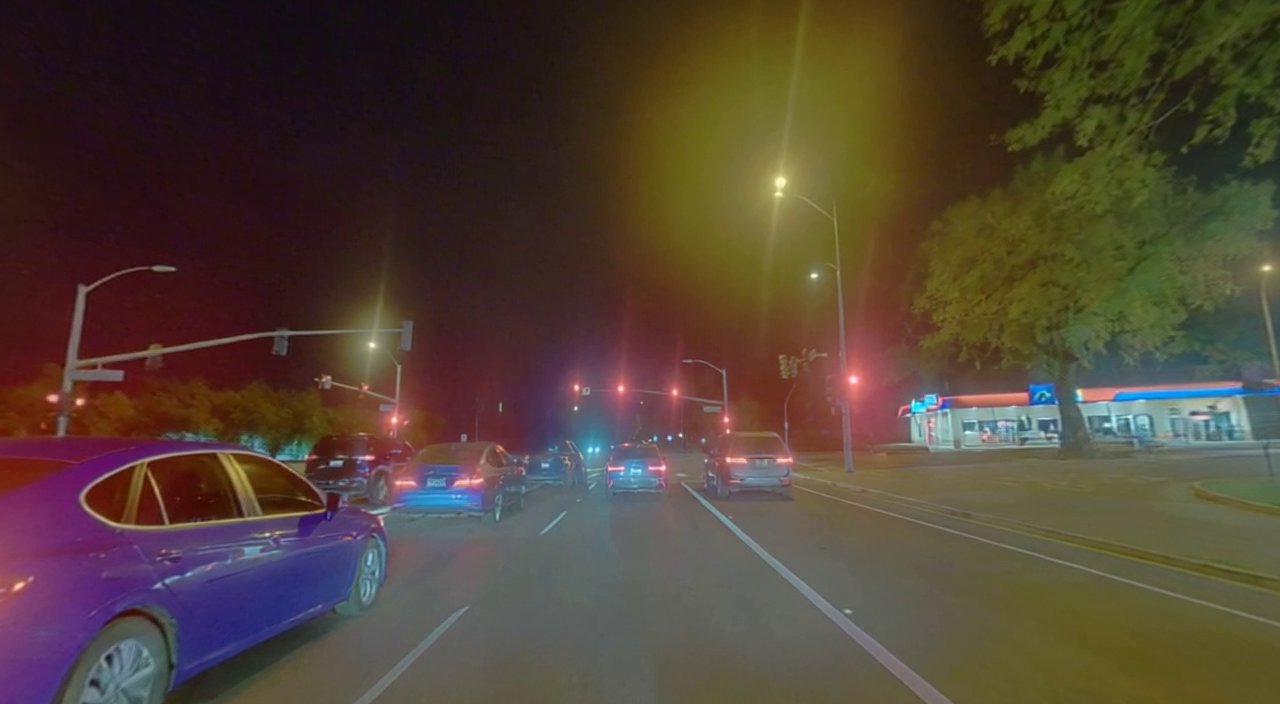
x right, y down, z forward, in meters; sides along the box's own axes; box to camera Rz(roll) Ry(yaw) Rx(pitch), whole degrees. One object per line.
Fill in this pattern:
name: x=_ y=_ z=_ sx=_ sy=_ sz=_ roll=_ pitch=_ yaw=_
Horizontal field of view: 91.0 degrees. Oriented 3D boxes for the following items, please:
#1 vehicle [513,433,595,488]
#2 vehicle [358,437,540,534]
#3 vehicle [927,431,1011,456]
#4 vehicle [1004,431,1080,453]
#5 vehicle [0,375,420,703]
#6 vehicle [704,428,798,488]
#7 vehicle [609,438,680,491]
vehicle: x=-2.794 y=3.677 z=21.524 sx=2.072 sy=1.694 sz=4.070 roll=0 pitch=-9 yaw=2
vehicle: x=-3.316 y=2.413 z=11.988 sx=2.014 sy=1.472 sz=4.357 roll=0 pitch=-9 yaw=1
vehicle: x=23.350 y=6.537 z=44.841 sx=4.781 sy=1.700 sz=1.986 roll=0 pitch=-9 yaw=1
vehicle: x=30.614 y=6.881 z=48.036 sx=4.432 sy=1.680 sz=1.932 roll=0 pitch=-9 yaw=2
vehicle: x=-3.095 y=0.997 z=2.970 sx=2.249 sy=1.517 sz=4.951 roll=0 pitch=-9 yaw=1
vehicle: x=3.373 y=3.338 z=20.030 sx=2.076 sy=1.691 sz=4.402 roll=0 pitch=-9 yaw=-1
vehicle: x=0.151 y=3.522 z=20.015 sx=2.032 sy=1.499 sz=3.994 roll=0 pitch=-9 yaw=1
